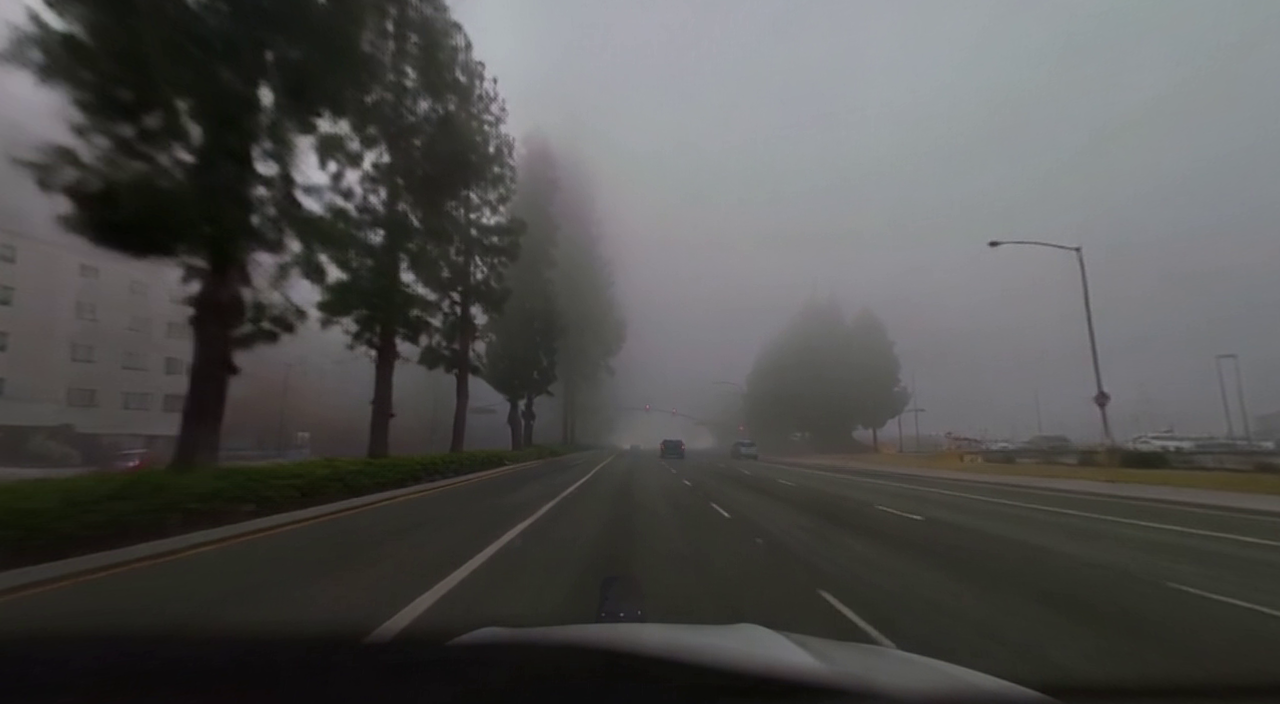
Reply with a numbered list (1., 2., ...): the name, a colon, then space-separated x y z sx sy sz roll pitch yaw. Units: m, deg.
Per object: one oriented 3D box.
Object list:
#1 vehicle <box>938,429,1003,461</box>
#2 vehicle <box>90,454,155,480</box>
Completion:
1. vehicle: 20.499 5.760 39.481 2.222 1.742 5.231 0 -7 12
2. vehicle: -30.414 6.725 37.088 4.351 1.413 1.878 -7 -11 38
